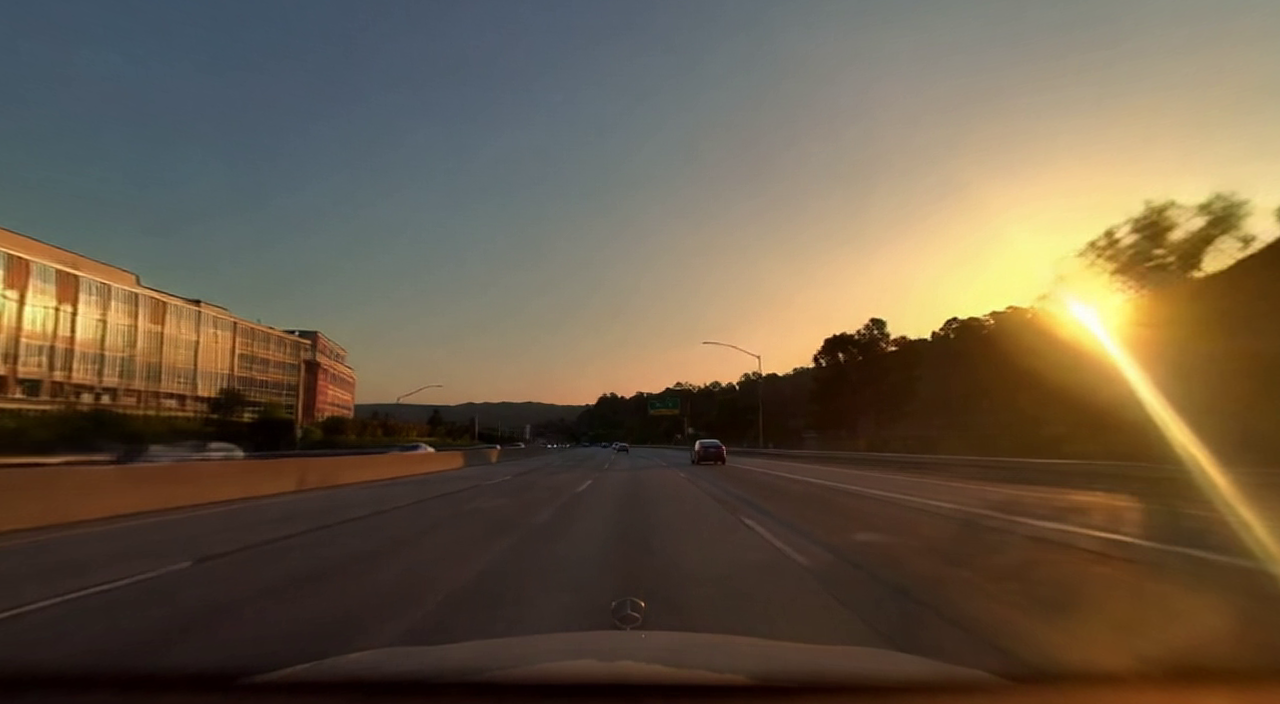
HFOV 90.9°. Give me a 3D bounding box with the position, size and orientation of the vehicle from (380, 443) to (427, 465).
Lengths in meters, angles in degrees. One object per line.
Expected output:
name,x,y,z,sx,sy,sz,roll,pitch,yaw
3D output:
vehicle,-17.324,7.485,46.478,1.855,1.504,4.310,0,-8,-1

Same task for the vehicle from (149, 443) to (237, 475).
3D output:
vehicle,-24.277,5.791,34.443,1.797,1.594,4.115,0,-8,-1

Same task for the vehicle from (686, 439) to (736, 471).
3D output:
vehicle,3.488,5.153,31.784,1.926,1.477,4.025,0,-8,-2

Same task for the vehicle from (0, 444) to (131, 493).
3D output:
vehicle,-20.352,3.924,21.648,1.859,1.479,4.733,-1,-8,-1
